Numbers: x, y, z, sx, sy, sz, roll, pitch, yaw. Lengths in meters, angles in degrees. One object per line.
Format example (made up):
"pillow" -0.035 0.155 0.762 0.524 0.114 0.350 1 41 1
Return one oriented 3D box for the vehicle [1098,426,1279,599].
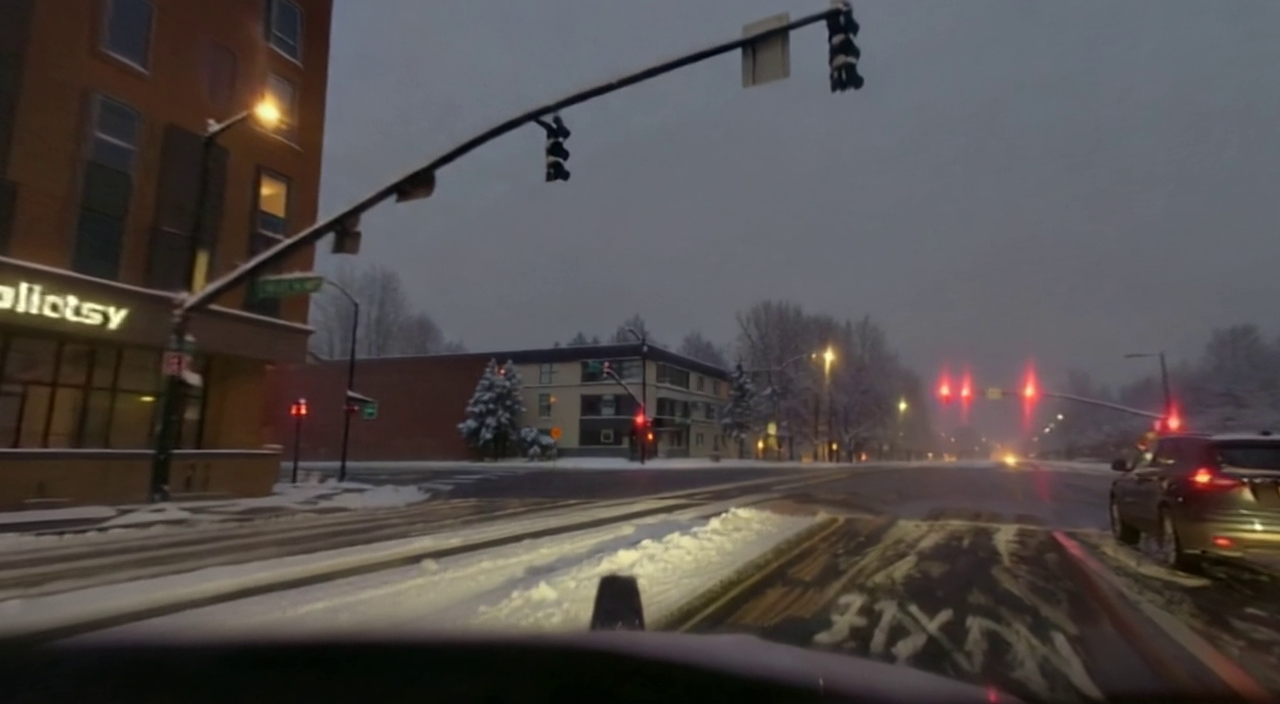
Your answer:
"vehicle" 7.350 1.779 7.707 2.067 1.625 4.073 -4 -9 26
